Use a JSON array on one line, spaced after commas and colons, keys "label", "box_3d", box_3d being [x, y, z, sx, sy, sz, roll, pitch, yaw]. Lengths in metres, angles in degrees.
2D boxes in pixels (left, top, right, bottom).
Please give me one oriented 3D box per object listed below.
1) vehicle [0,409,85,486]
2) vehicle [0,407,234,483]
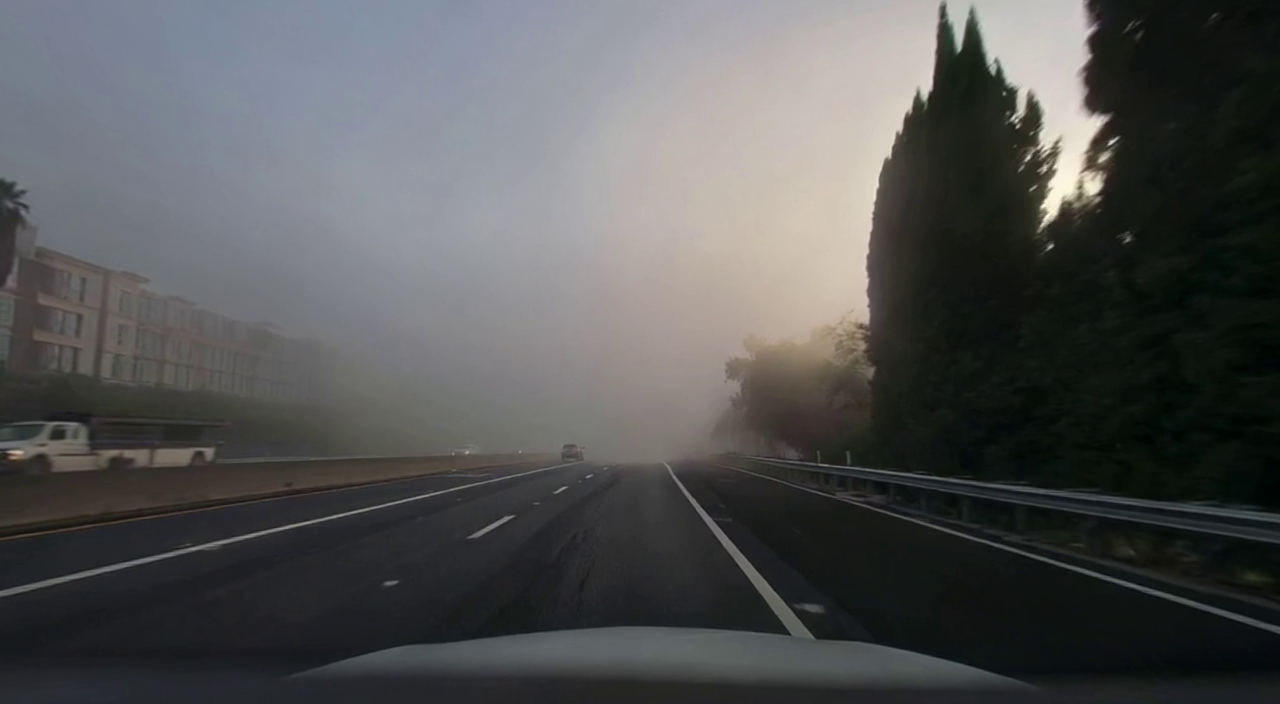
[{"label": "vehicle", "box_3d": [-35.286, 5.269, 34.620, 2.956, 3.992, 6.619, 0, -8, 2]}, {"label": "vehicle", "box_3d": [-35.133, 6.405, 43.276, 2.951, 4.166, 16.562, 0, -8, 1]}]
